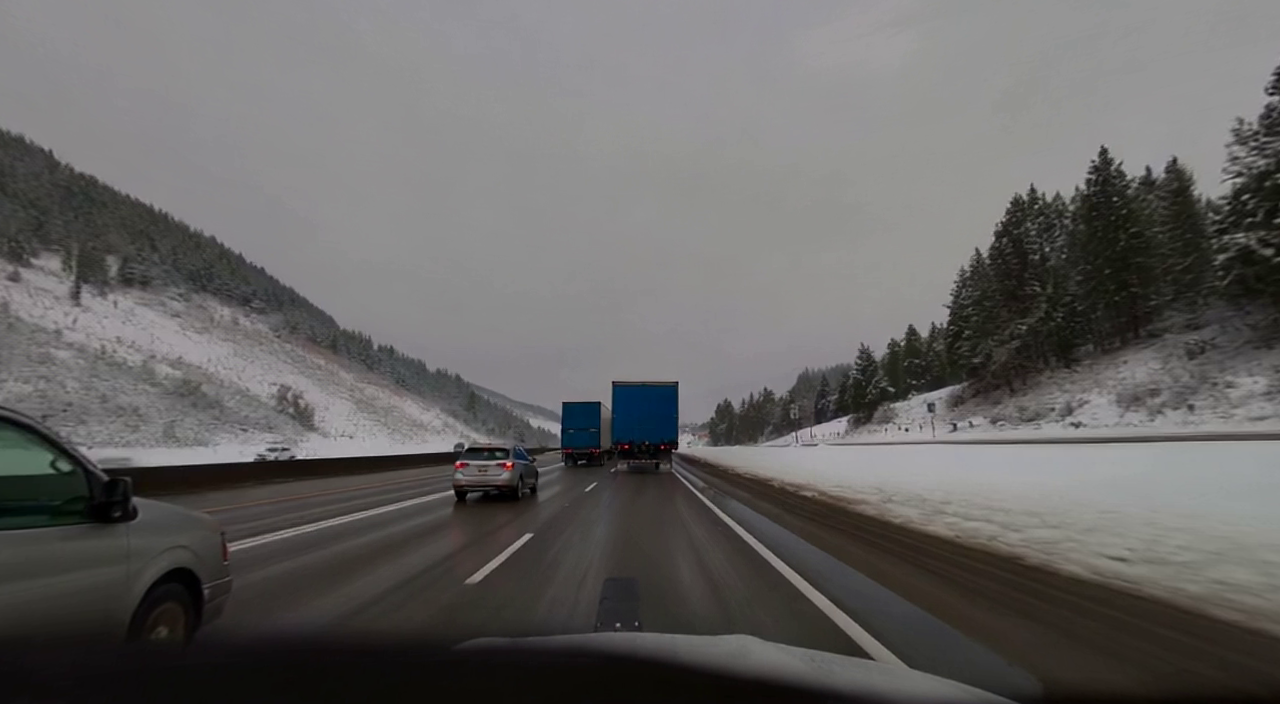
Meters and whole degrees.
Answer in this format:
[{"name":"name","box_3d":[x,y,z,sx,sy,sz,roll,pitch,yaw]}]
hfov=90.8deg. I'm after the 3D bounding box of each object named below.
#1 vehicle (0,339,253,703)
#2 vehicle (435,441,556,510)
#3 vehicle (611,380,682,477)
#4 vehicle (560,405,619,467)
[{"name":"vehicle","box_3d":[-3.829,0.728,1.921,2.136,1.779,4.875,0,-8,1]},{"name":"vehicle","box_3d":[-3.328,2.919,15.442,1.950,1.446,4.224,0,-8,0]},{"name":"vehicle","box_3d":[0.464,3.957,31.635,2.913,3.988,10.874,0,-8,2]},{"name":"vehicle","box_3d":[-3.569,6.596,48.930,3.311,4.073,14.172,0,-8,0]}]
